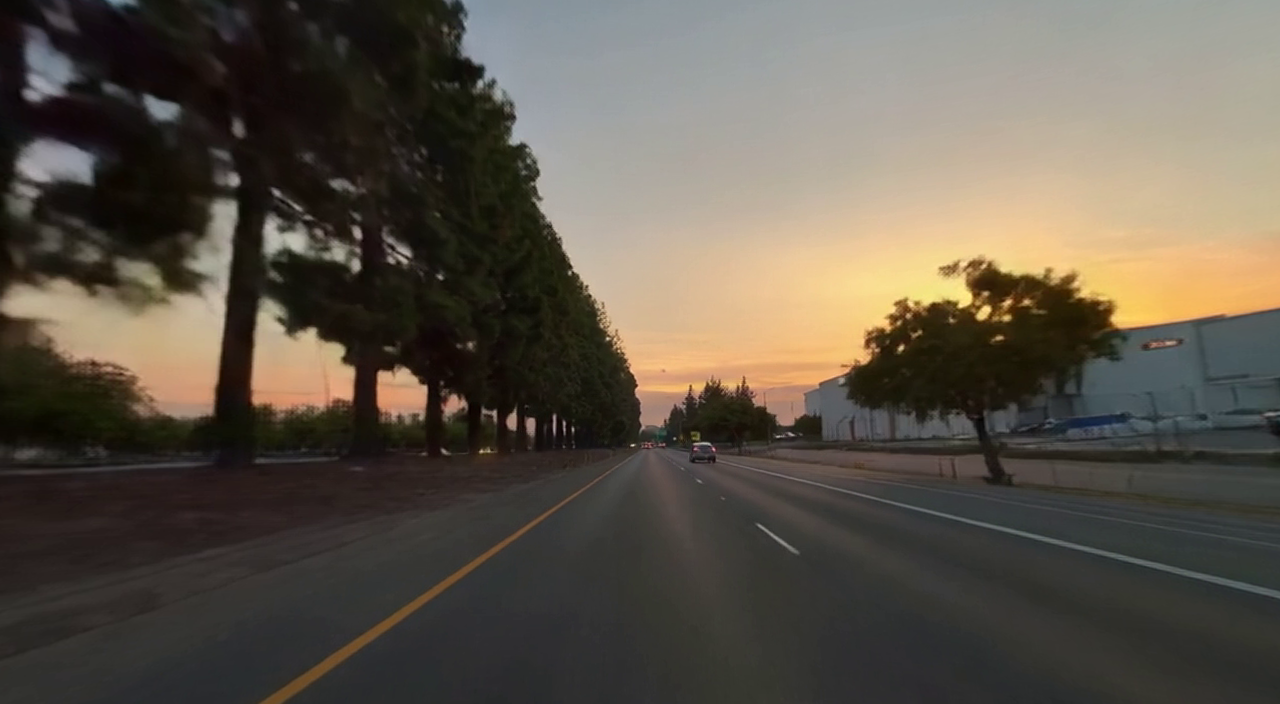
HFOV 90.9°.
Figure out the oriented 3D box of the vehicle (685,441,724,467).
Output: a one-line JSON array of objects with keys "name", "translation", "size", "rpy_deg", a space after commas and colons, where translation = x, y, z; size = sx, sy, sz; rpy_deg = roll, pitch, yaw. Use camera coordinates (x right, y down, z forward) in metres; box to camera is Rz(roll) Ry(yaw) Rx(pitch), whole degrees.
[{"name": "vehicle", "translation": [4.084, 6.539, 40.635], "size": [2.062, 1.518, 4.026], "rpy_deg": [0, -8, 0]}]
